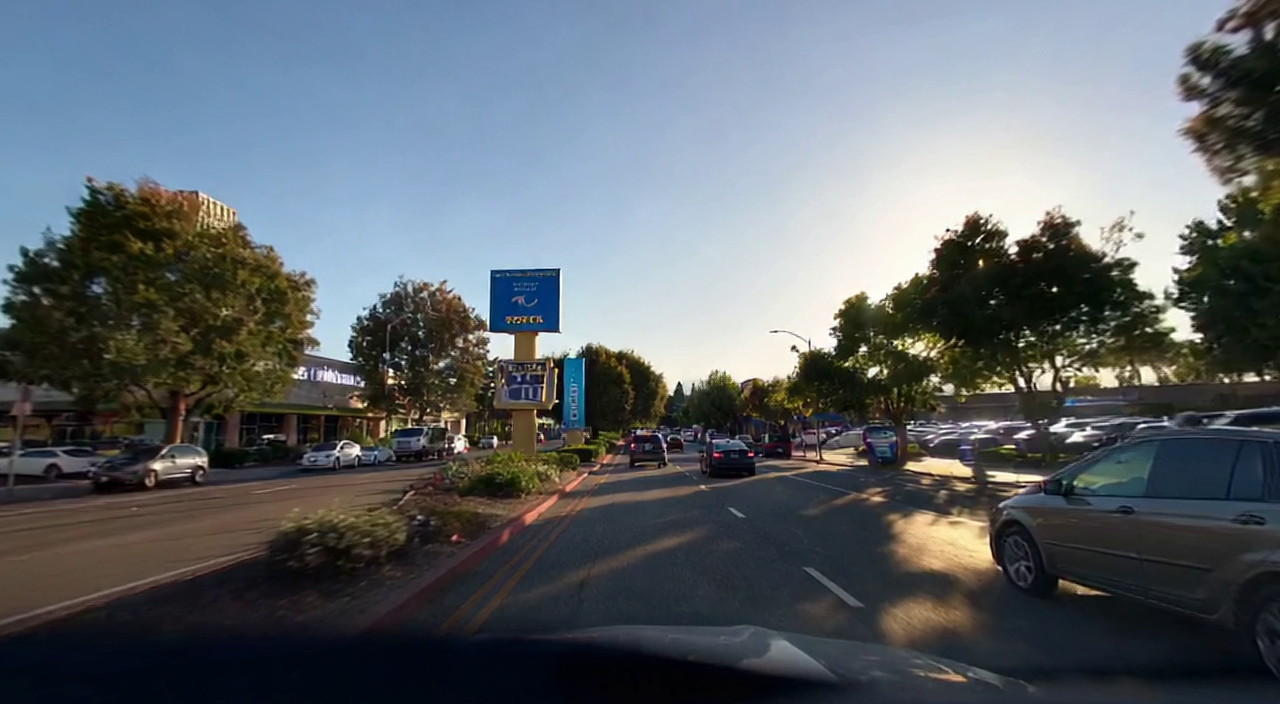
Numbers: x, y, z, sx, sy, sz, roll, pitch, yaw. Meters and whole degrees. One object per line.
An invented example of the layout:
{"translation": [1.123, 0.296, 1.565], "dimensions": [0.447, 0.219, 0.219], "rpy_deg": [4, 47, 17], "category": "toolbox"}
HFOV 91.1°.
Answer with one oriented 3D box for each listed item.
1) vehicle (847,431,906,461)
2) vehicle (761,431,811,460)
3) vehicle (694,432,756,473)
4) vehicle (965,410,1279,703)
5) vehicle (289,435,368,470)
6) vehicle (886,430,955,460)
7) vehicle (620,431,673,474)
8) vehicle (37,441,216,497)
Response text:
{"translation": [15.304, 6.111, 40.970], "dimensions": [2.012, 1.817, 4.970], "rpy_deg": [0, -8, 1], "category": "vehicle"}
{"translation": [10.491, 6.771, 45.695], "dimensions": [2.318, 1.974, 5.282], "rpy_deg": [0, -8, -1], "category": "vehicle"}
{"translation": [3.663, 4.435, 27.932], "dimensions": [2.115, 1.692, 4.189], "rpy_deg": [0, -8, -1], "category": "vehicle"}
{"translation": [3.816, 1.052, 3.180], "dimensions": [1.908, 1.463, 4.506], "rpy_deg": [0, -8, 0], "category": "vehicle"}
{"translation": [-19.078, 6.179, 38.775], "dimensions": [2.286, 1.968, 5.350], "rpy_deg": [0, -8, -2], "category": "vehicle"}
{"translation": [17.927, 5.981, 40.477], "dimensions": [1.972, 1.774, 5.319], "rpy_deg": [0, -8, 0], "category": "vehicle"}
{"translation": [0.268, 4.210, 26.443], "dimensions": [2.098, 1.682, 3.778], "rpy_deg": [0, -8, 1], "category": "vehicle"}
{"translation": [-18.985, 4.288, 23.699], "dimensions": [1.959, 1.836, 5.490], "rpy_deg": [0, -8, 2], "category": "vehicle"}
